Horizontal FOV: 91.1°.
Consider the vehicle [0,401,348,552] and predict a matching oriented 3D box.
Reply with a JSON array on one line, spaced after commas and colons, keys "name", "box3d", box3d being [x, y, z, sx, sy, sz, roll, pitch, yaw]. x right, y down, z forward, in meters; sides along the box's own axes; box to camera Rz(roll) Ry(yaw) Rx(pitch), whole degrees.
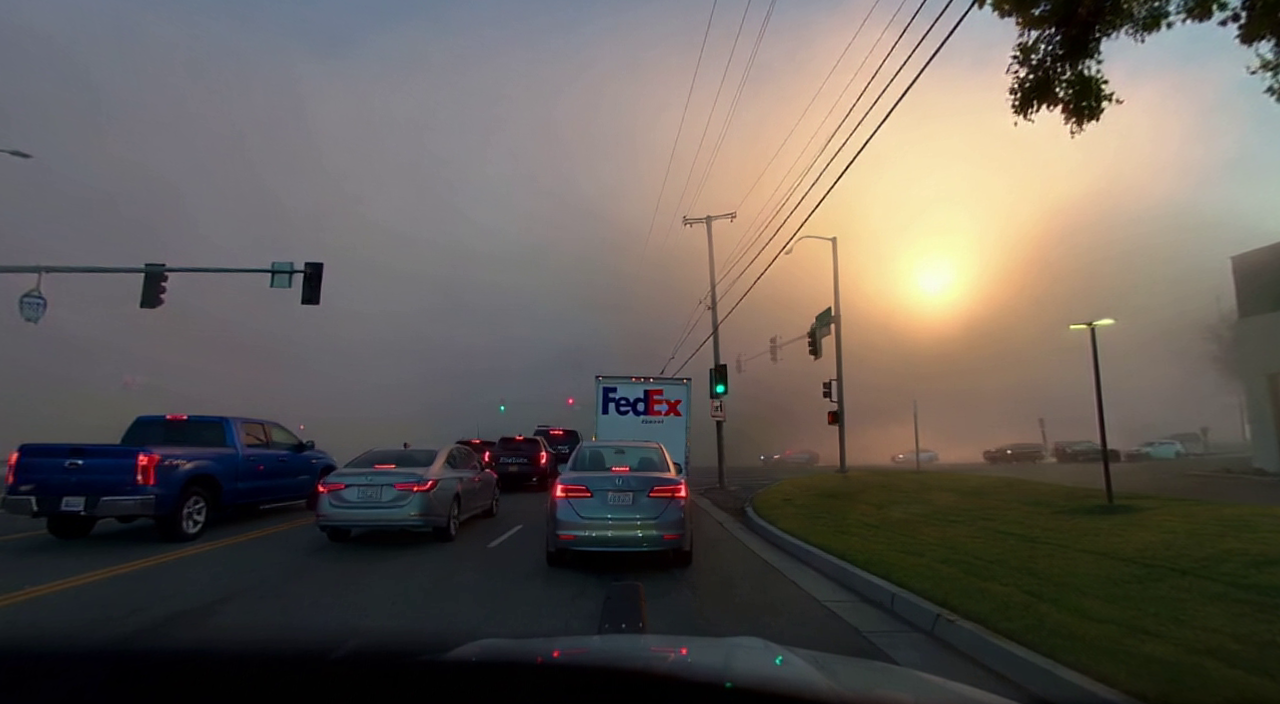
[{"name": "vehicle", "box3d": [-7.304, 1.980, 10.720, 2.125, 1.893, 5.498, 0, -9, -2]}]

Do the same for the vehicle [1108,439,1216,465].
[{"name": "vehicle", "box3d": [31.138, 5.970, 37.515, 4.794, 1.481, 1.968, 1, -9, -3]}]

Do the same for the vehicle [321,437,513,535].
[{"name": "vehicle", "box3d": [-3.892, 2.396, 11.918, 1.949, 1.487, 4.390, 0, -9, 1]}]

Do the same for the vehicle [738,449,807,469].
[{"name": "vehicle", "box3d": [10.213, 8.287, 48.642, 4.841, 1.494, 1.829, 1, -9, -5]}]

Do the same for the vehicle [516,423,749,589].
[{"name": "vehicle", "box3d": [-0.074, 1.745, 7.985, 2.145, 1.513, 4.269, 0, -9, 0]}]
